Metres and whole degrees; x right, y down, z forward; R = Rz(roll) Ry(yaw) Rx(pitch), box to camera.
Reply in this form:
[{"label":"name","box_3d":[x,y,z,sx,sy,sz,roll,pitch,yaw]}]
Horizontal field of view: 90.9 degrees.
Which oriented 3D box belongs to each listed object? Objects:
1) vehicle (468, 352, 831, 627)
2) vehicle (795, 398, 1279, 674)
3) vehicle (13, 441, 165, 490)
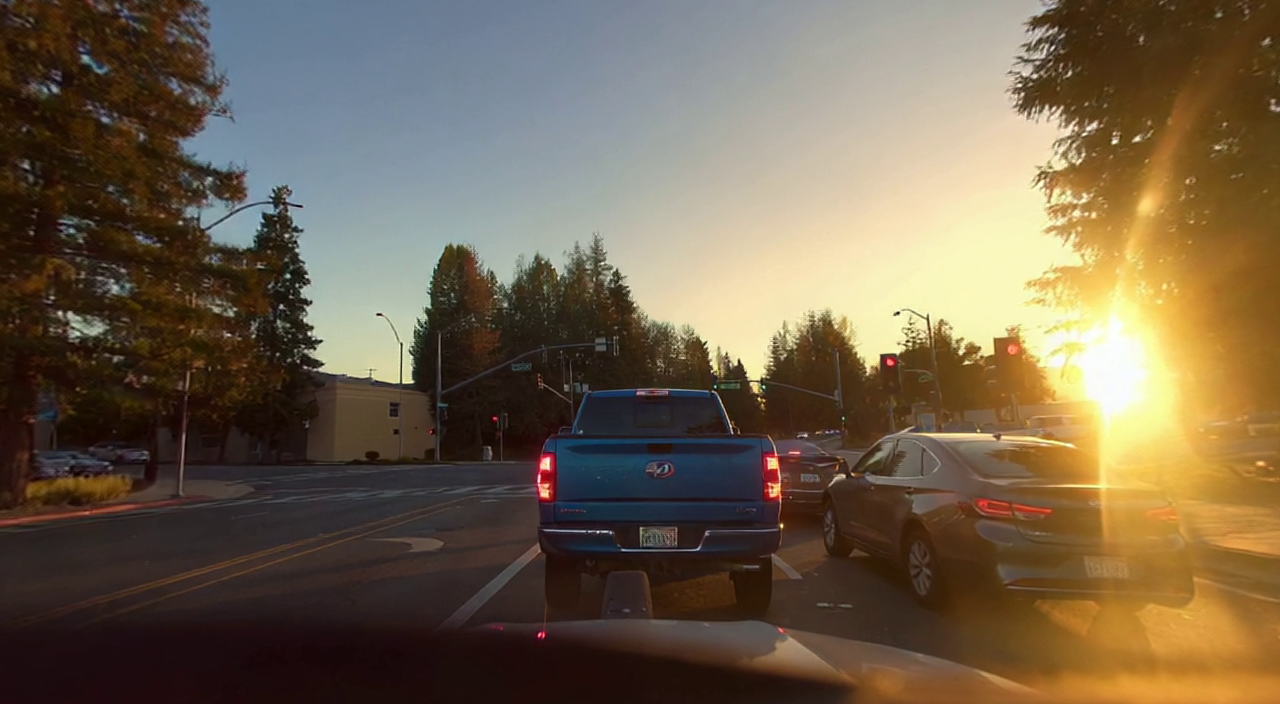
[{"label":"vehicle","box_3d":[0.094,1.394,7.408,2.636,2.011,5.425,0,-8,1]},{"label":"vehicle","box_3d":[3.331,1.500,6.485,2.155,1.667,5.162,0,-8,0]},{"label":"vehicle","box_3d":[-21.745,4.459,25.197,2.062,1.764,4.508,0,-8,-2]}]
